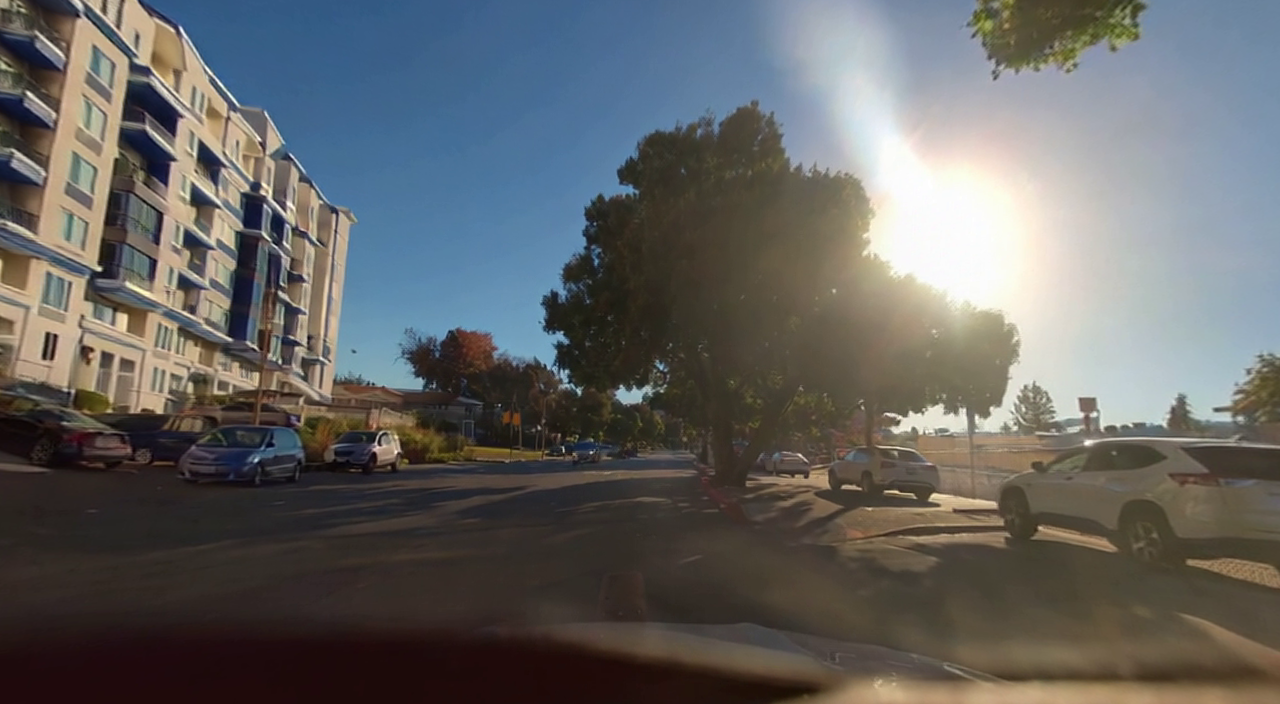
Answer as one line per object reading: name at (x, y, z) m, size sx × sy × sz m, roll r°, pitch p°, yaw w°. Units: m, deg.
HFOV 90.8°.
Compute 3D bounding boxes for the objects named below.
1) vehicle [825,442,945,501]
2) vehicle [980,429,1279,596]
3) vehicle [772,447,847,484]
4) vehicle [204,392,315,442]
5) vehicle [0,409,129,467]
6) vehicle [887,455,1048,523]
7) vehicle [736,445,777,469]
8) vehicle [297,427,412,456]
vehicle at (7.933, 3.873, 21.062) m, size 1.917 × 1.704 × 4.840 m, roll 0°, pitch -8°, yaw -2°
vehicle at (7.510, 2.118, 9.448) m, size 2.181 × 1.792 × 5.066 m, roll 0°, pitch -8°, yaw 2°
vehicle at (7.885, 5.298, 29.881) m, size 2.122 × 1.554 × 4.777 m, roll 0°, pitch -8°, yaw -1°
vehicle at (-18.700, 3.208, 31.082) m, size 4.598 × 1.645 × 2.019 m, roll 8°, pitch -5°, yaw 20°
vehicle at (-16.512, 2.468, 17.980) m, size 4.175 × 1.436 × 2.017 m, roll -7°, pitch -11°, yaw 37°
vehicle at (7.823, 3.271, 15.613) m, size 1.900 × 1.368 × 4.176 m, roll -1°, pitch -8°, yaw 3°
vehicle at (7.751, 7.021, 42.344) m, size 1.901 × 1.495 × 4.340 m, roll 0°, pitch -8°, yaw 0°
vehicle at (-13.577, 4.300, 30.314) m, size 4.603 × 1.335 × 1.889 m, roll 1°, pitch -9°, yaw -8°
